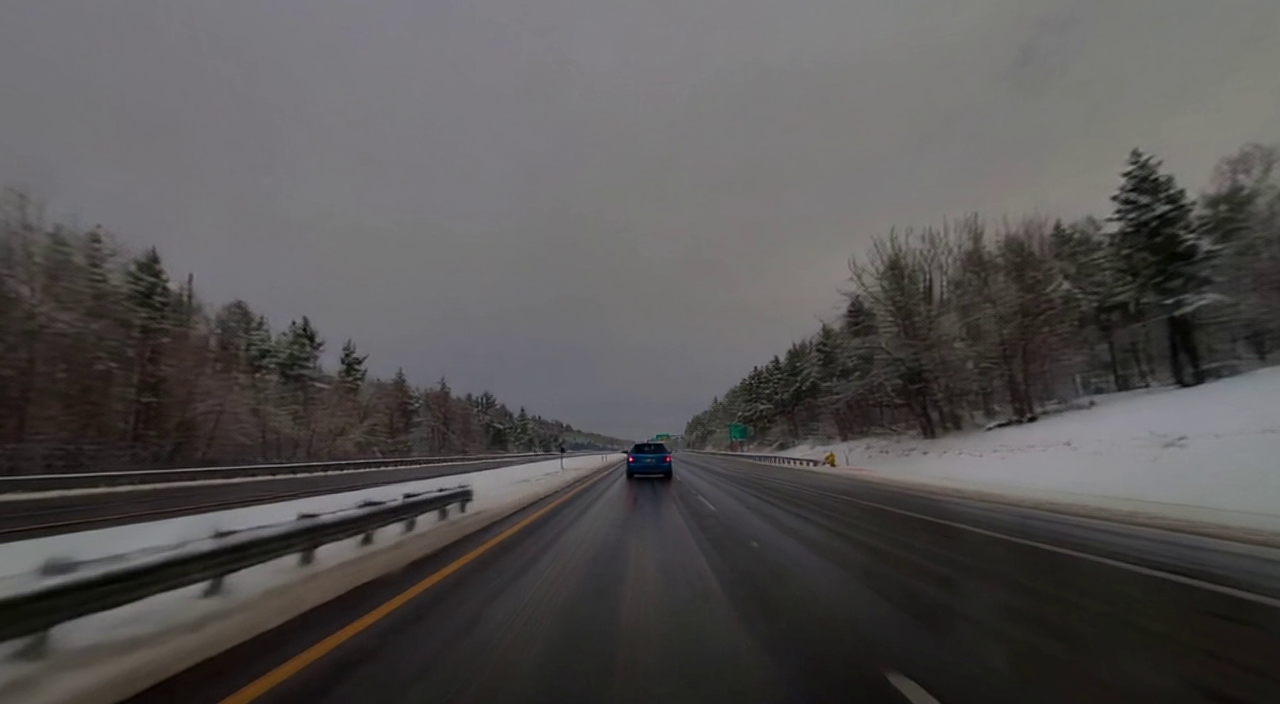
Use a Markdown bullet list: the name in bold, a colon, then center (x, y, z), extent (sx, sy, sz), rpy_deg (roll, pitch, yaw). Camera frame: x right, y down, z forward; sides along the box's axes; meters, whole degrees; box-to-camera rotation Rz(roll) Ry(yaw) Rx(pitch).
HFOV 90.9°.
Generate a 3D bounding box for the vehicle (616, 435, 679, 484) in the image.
- **vehicle**: center (0.286, 4.063, 24.038), extent (2.190, 1.706, 4.062), rpy_deg (0, -9, 1)
